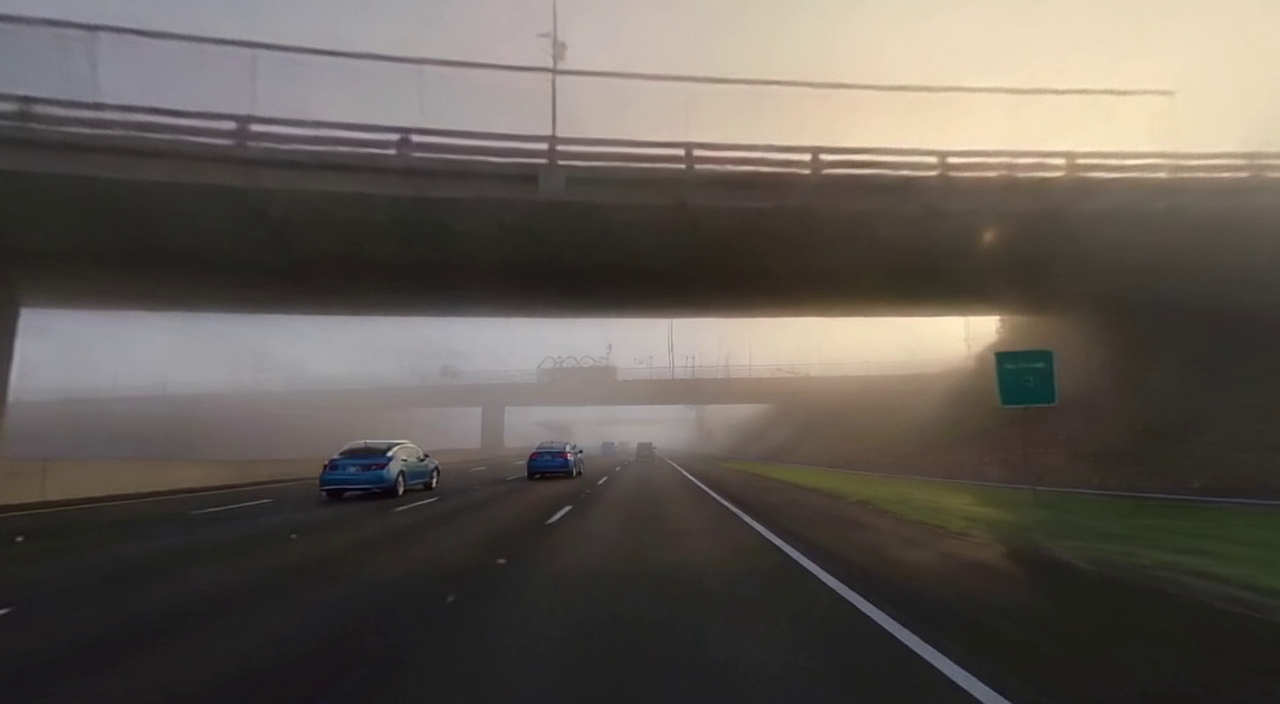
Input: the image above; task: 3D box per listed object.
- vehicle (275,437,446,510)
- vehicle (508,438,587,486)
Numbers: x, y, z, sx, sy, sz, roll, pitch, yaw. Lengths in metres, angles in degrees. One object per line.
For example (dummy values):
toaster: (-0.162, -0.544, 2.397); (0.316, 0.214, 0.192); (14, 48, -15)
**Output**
vehicle: (-6.807, 2.993, 16.093); (2.069, 1.551, 4.830); (0, -9, 1)
vehicle: (-3.336, 4.095, 23.790); (2.210, 1.628, 4.586); (0, -9, 1)
